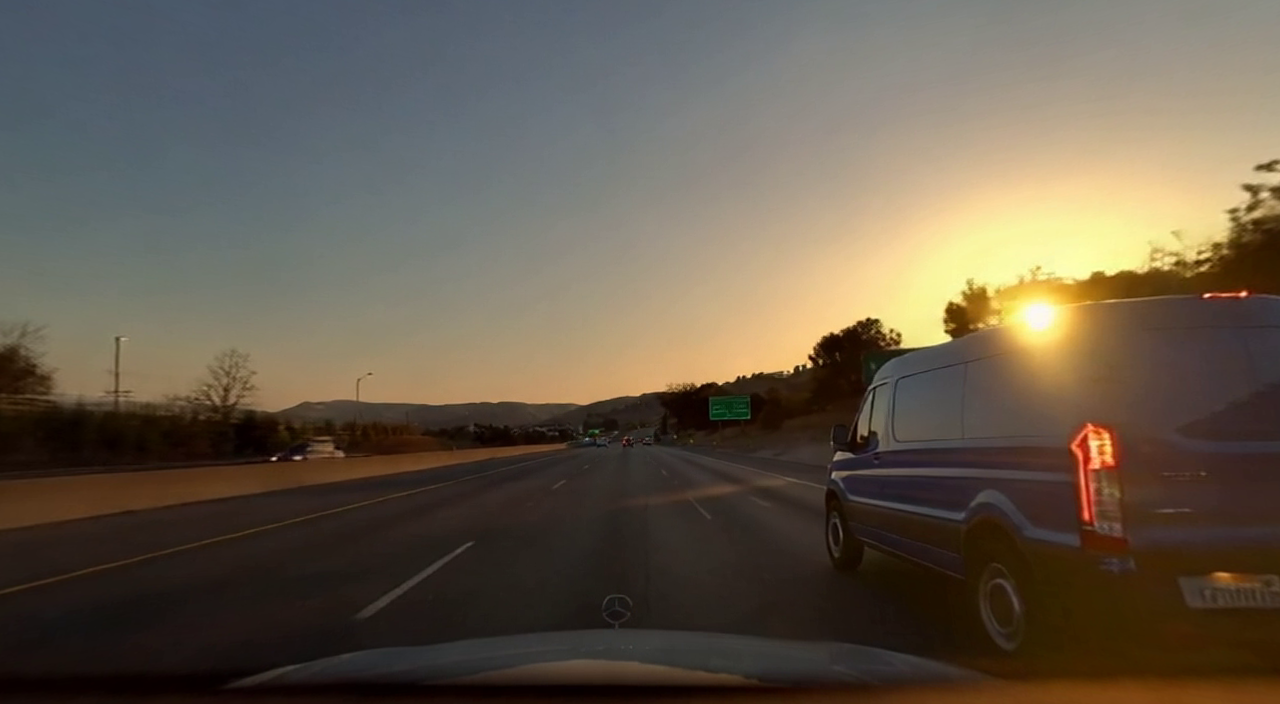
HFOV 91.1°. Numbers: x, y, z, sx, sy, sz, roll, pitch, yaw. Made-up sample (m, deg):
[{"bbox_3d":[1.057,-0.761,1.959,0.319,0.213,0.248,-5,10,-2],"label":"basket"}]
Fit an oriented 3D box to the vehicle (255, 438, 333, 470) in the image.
[{"bbox_3d":[-21.112,6.229,38.676,2.002,1.778,5.078,0,-8,-1],"label":"vehicle"}]
